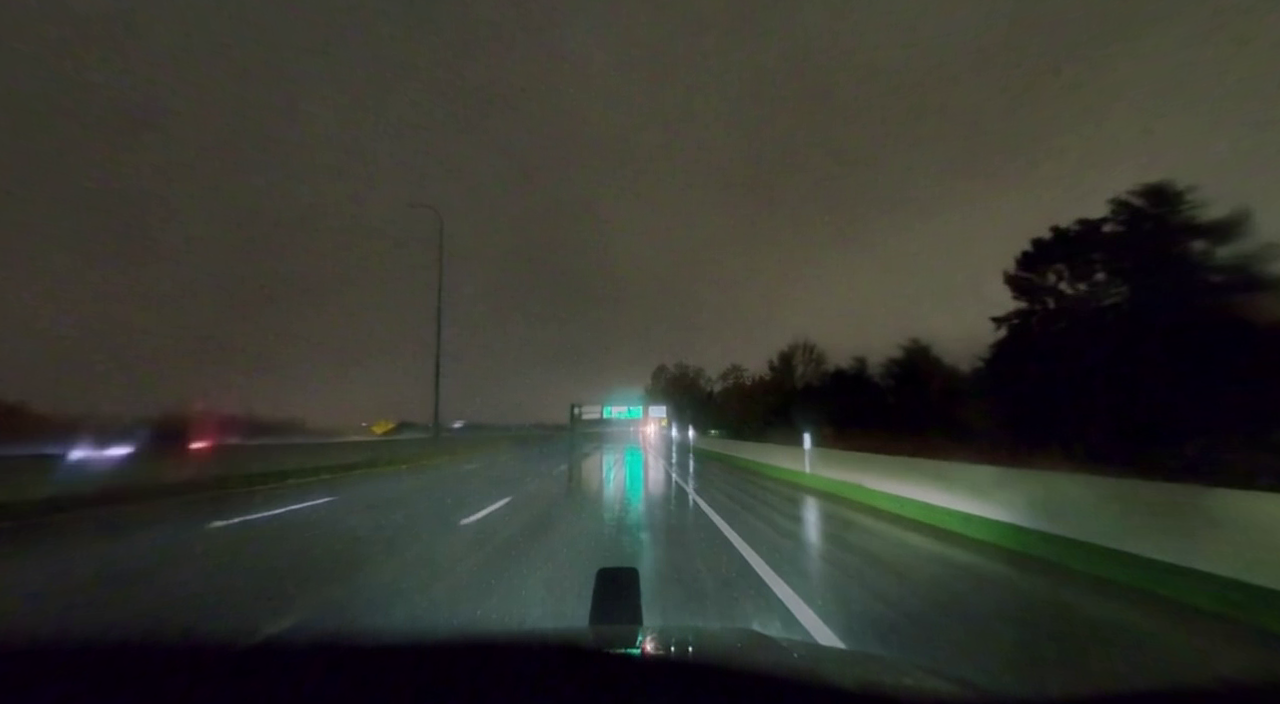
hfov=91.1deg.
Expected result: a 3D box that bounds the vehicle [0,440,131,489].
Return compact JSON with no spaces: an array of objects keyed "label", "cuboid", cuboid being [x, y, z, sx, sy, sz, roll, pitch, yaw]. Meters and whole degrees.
[{"label":"vehicle","cuboid":[-20.373,3.796,21.770,1.816,1.493,4.415,0,-8,-1]}]
